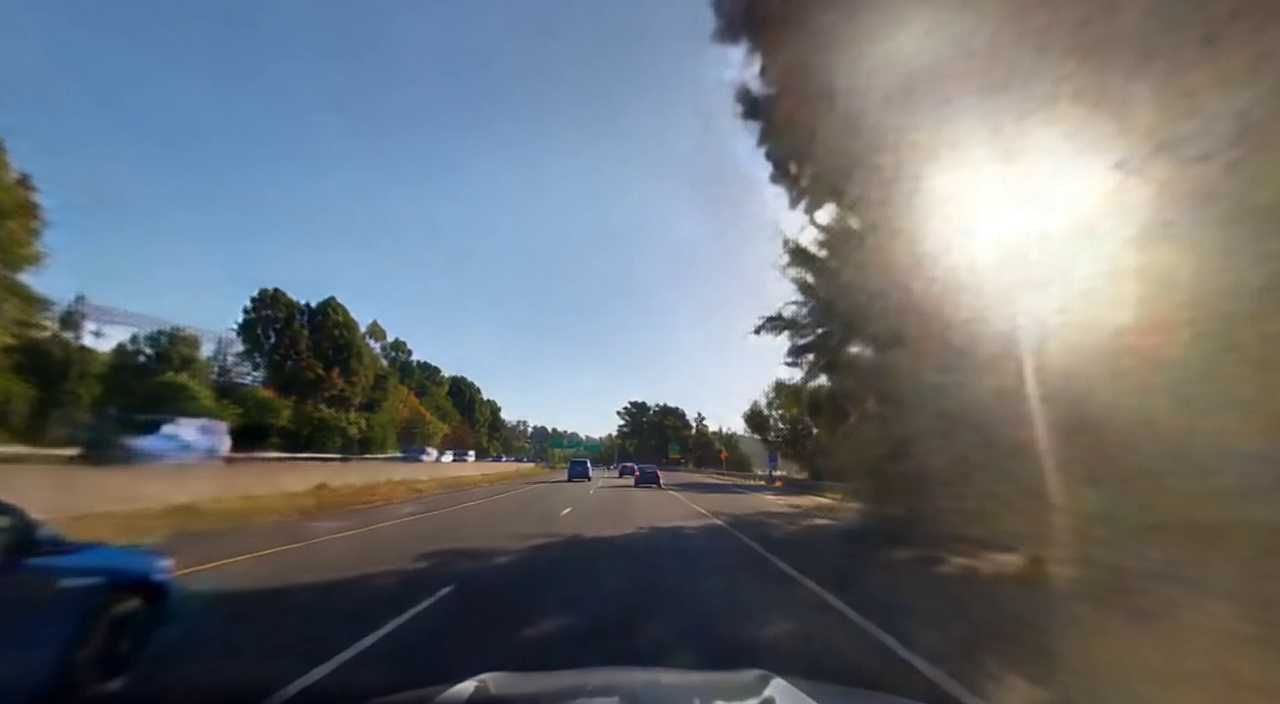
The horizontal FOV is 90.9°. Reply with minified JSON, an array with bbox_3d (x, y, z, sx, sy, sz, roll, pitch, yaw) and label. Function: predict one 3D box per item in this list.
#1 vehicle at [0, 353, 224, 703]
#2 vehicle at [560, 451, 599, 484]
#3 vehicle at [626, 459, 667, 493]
[{"bbox_3d":[-3.628,0.638,1.353,2.176,1.678,4.724,1,-10,0],"label":"vehicle"},{"bbox_3d":[-4.168,8.106,44.306,2.237,2.113,4.815,1,-10,0],"label":"vehicle"},{"bbox_3d":[0.263,6.167,31.447,1.905,1.559,3.491,1,-10,-1],"label":"vehicle"}]
